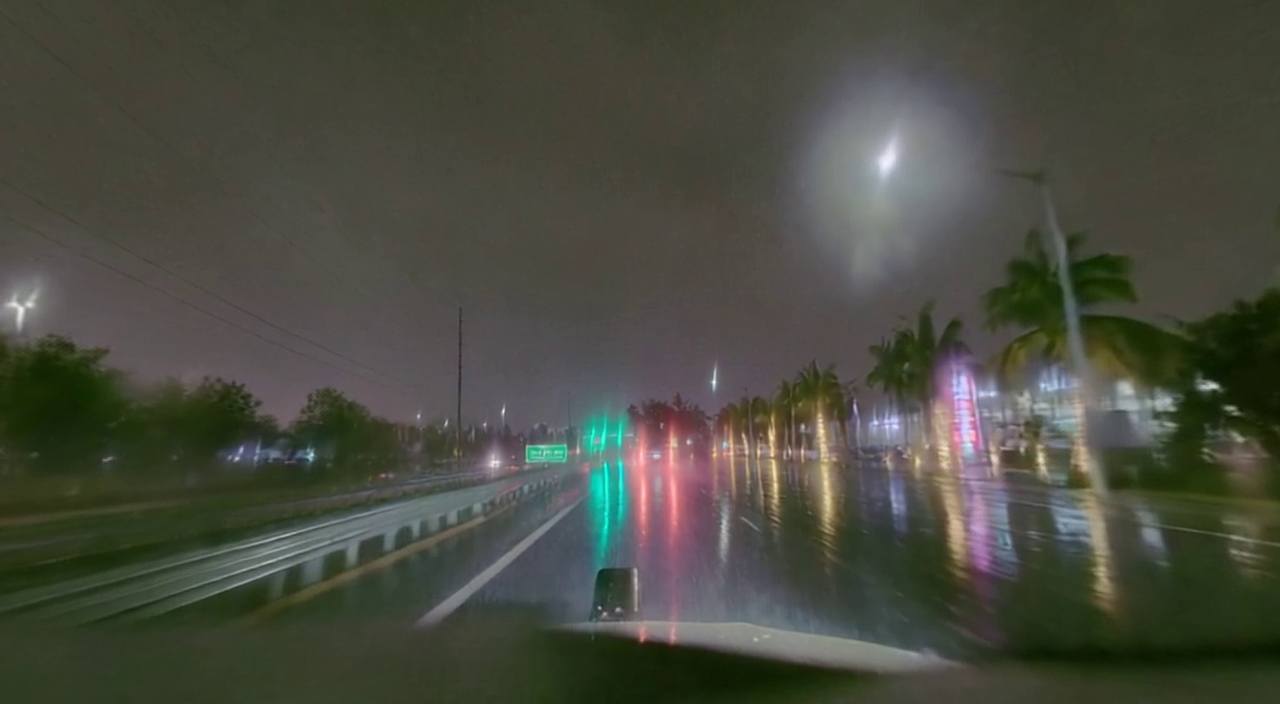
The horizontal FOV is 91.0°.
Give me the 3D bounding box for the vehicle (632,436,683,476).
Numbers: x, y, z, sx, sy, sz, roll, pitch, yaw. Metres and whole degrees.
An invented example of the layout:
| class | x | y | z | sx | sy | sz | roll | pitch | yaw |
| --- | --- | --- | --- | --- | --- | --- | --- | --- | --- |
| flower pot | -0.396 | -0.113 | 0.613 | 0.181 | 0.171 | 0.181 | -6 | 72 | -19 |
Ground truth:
| class | x | y | z | sx | sy | sz | roll | pitch | yaw |
| --- | --- | --- | --- | --- | --- | --- | --- | --- | --- |
| vehicle | 0.717 | 4.844 | 29.479 | 2.089 | 1.718 | 4.193 | 0 | -9 | -2 |
